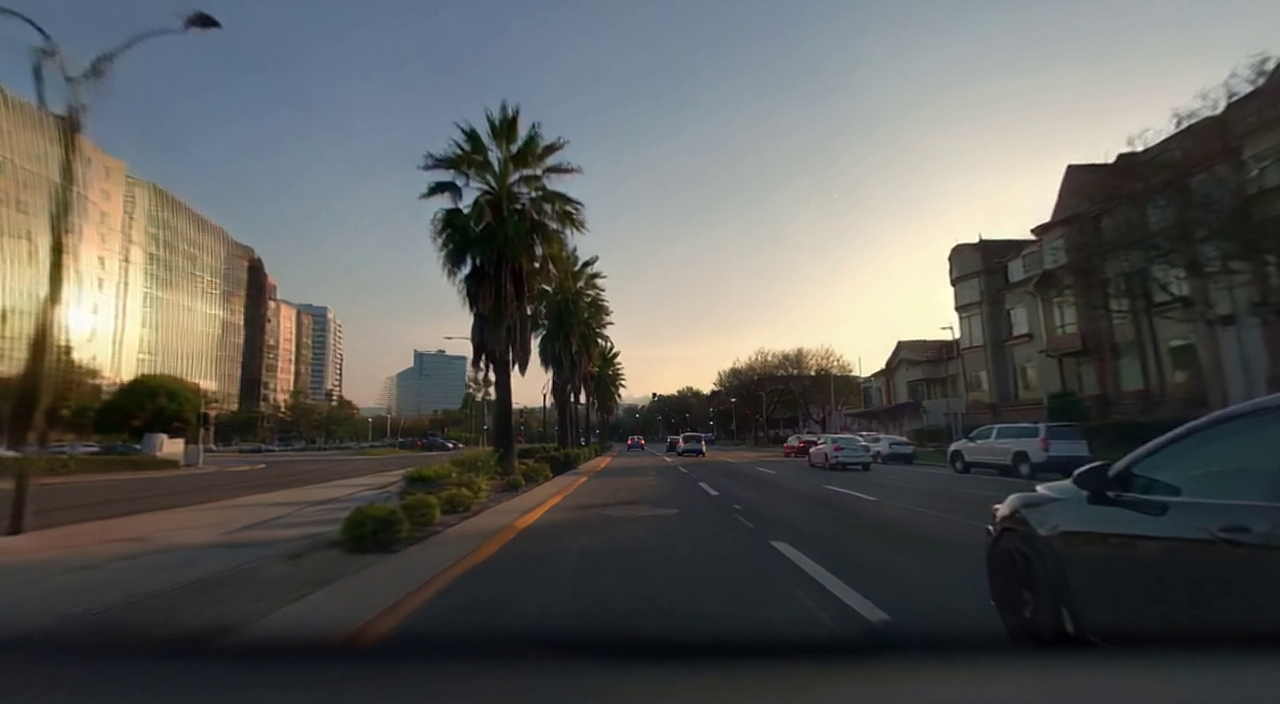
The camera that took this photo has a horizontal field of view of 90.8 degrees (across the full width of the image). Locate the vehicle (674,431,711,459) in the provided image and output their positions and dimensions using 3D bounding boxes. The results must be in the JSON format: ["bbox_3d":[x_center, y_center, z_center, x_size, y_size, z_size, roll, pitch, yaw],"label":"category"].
[{"bbox_3d":[3.779,6.822,46.303,2.104,1.910,4.693,0,-9,-2],"label":"vehicle"}]

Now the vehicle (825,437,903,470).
[{"bbox_3d":[10.654,4.889,30.431,1.871,1.465,4.395,0,-9,-4],"label":"vehicle"}]

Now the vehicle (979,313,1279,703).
[{"bbox_3d":[3.552,0.689,2.009,2.219,1.795,4.718,0,-9,-1],"label":"vehicle"}]

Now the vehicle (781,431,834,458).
[{"bbox_3d":[12.702,7.127,48.277,2.157,1.937,5.386,0,-9,-5],"label":"vehicle"}]
